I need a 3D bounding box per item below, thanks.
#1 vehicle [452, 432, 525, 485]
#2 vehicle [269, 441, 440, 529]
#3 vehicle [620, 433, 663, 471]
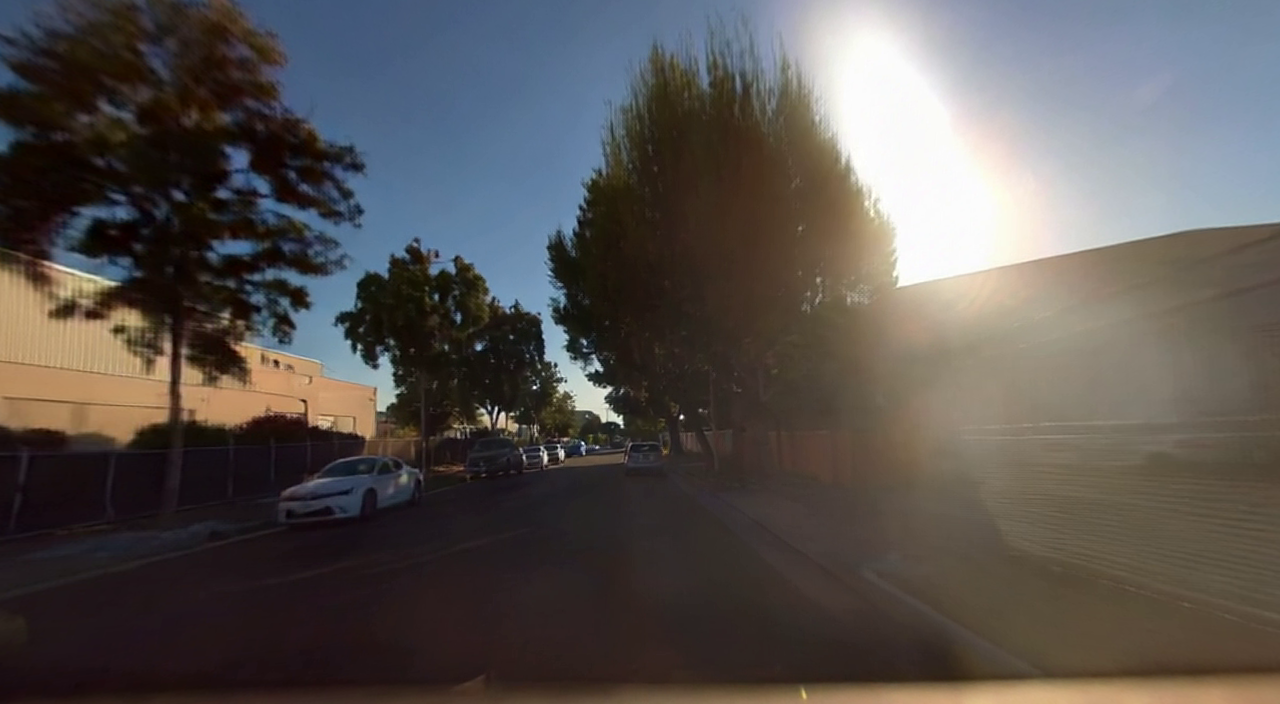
[{"bbox_3d":[-6.543,4.687,27.787,2.005,1.989,4.929,-3,-9,0],"label":"vehicle"},{"bbox_3d":[-5.968,2.835,13.809,1.938,1.500,4.130,-3,-10,-2],"label":"vehicle"},{"bbox_3d":[0.068,5.303,33.580,2.152,1.874,4.042,0,-8,-1],"label":"vehicle"}]
